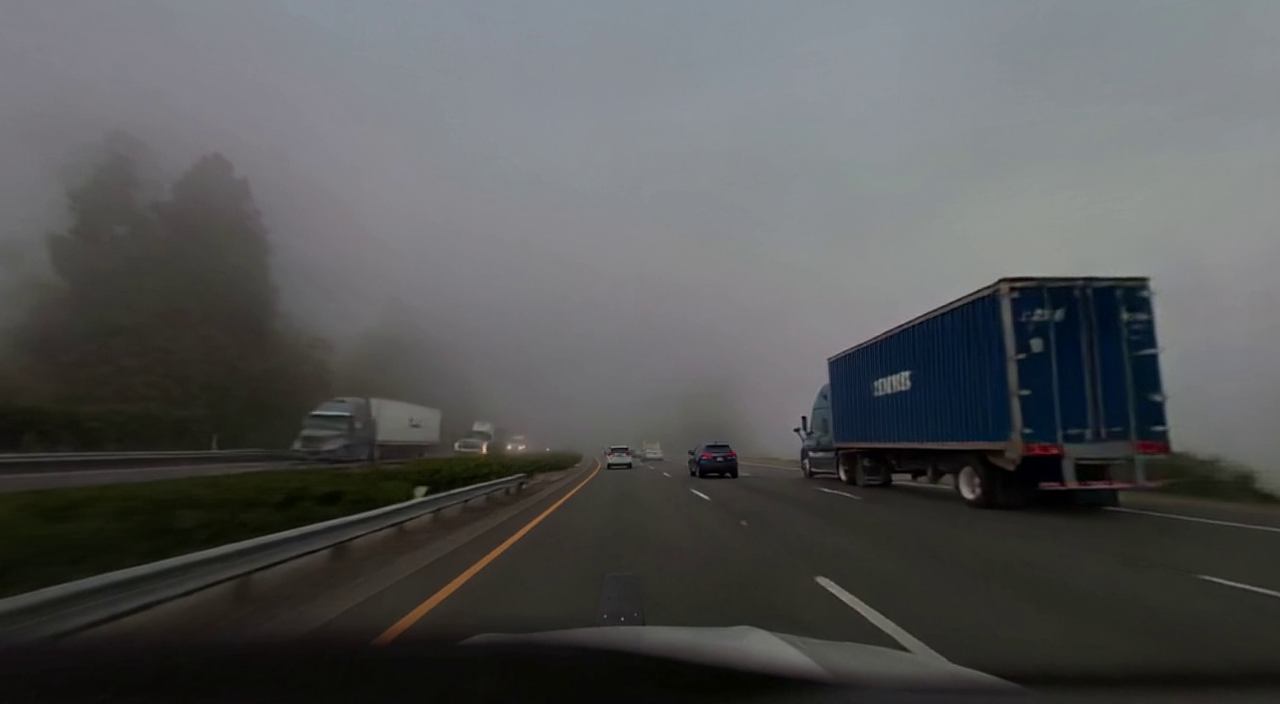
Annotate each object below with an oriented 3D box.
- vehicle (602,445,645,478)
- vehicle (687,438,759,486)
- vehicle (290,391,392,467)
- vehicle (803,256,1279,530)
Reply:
[{"bbox_3d":[-0.843,5.414,31.463,2.050,1.534,3.771,0,-9,-2],"label":"vehicle"},{"bbox_3d":[3.000,4.064,23.589,2.013,1.623,3.916,0,-9,-2],"label":"vehicle"},{"bbox_3d":[-16.950,4.523,36.288,2.948,4.008,5.870,0,-9,-1],"label":"vehicle"},{"bbox_3d":[7.685,1.624,16.196,2.965,3.990,14.227,0,-9,-1],"label":"vehicle"}]
